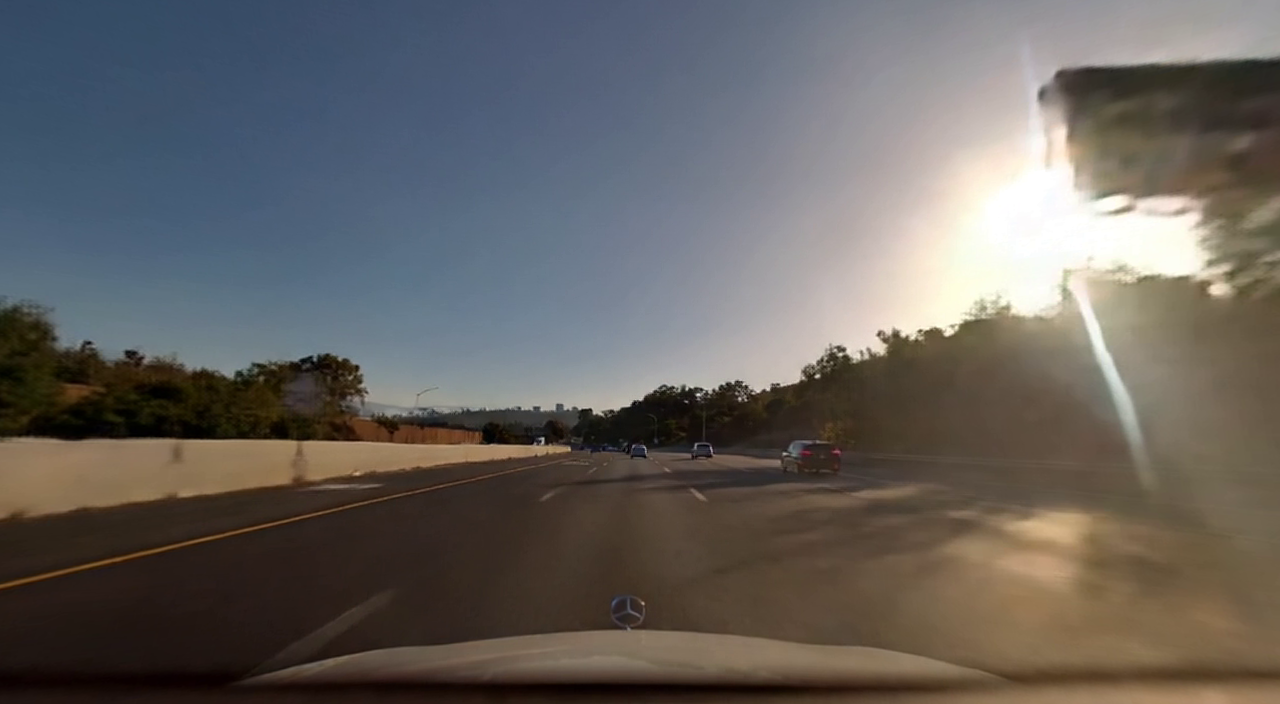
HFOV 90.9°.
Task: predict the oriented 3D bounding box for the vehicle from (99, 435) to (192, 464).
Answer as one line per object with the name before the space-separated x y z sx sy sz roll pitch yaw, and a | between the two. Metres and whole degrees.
vehicle | -29.840 5.891 38.244 1.953 1.664 4.513 0 -8 0

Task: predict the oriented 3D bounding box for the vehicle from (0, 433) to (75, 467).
vehicle | -33.874 5.317 34.345 2.000 1.707 4.481 0 -8 -1

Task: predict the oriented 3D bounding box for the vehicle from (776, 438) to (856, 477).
vehicle | 7.560 4.572 27.603 2.031 1.524 4.657 1 -8 -2
